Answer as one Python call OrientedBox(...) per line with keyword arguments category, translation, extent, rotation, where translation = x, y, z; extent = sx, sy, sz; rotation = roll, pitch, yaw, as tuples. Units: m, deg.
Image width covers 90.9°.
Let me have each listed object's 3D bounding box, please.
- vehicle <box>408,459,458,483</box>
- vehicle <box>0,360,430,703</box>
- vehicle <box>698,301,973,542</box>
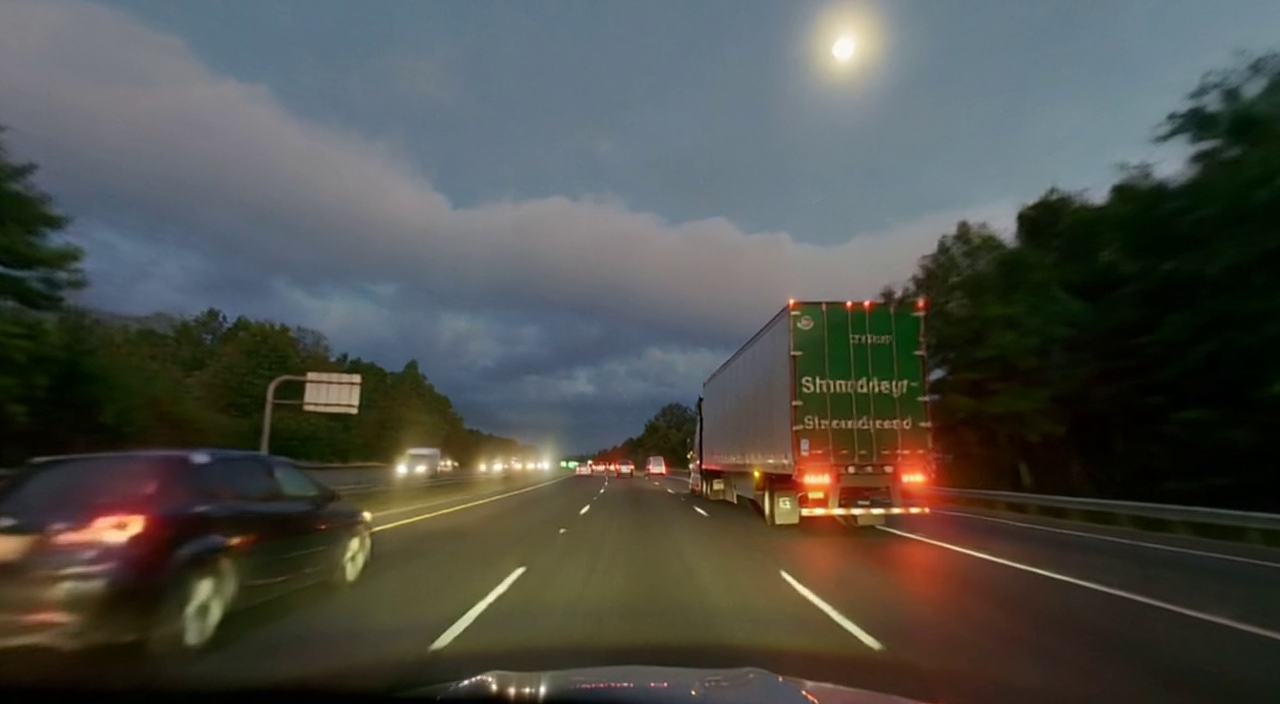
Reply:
OrientedBox(category="vehicle", translation=(-13.785, 7.964, 42.212), extent=(1.863, 1.466, 4.421), rotation=(1, -10, -1))
OrientedBox(category="vehicle", translation=(-3.571, 1.323, 5.166), extent=(2.070, 1.775, 4.646), rotation=(1, -10, 0))
OrientedBox(category="vehicle", translation=(4.096, 2.444, 18.262), extent=(2.992, 4.300, 13.967), rotation=(1, -10, -2))
